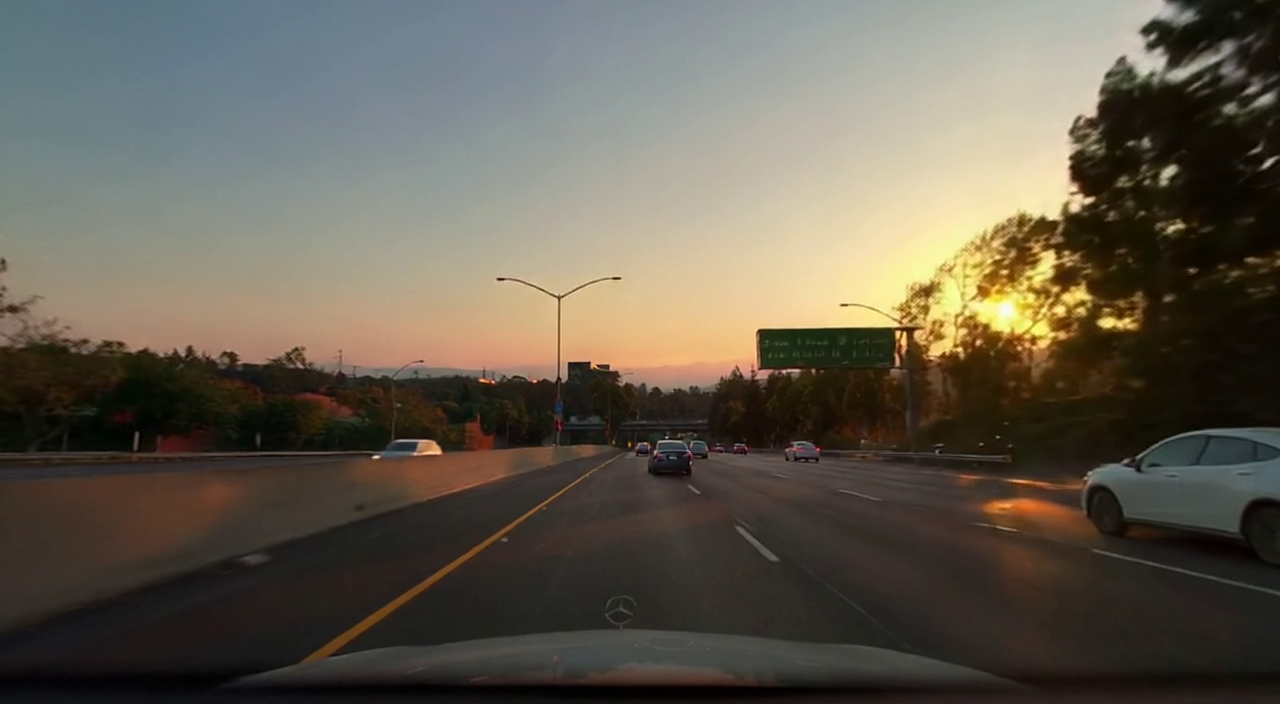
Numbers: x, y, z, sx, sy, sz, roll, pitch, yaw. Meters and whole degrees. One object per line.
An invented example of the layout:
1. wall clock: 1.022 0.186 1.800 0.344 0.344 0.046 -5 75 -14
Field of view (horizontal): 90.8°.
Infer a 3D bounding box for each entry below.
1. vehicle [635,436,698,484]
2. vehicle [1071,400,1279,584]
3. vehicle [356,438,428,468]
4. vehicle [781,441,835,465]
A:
1. vehicle: 0.869 3.857 23.040 1.864 1.566 4.446 0 -8 -3
2. vehicle: 6.918 1.360 6.278 2.027 1.679 4.543 0 -8 0
3. vehicle: -9.910 4.024 25.489 1.628 1.069 3.386 1 -8 -2
4. vehicle: 10.812 6.546 41.035 2.087 1.442 4.834 0 -8 -1
